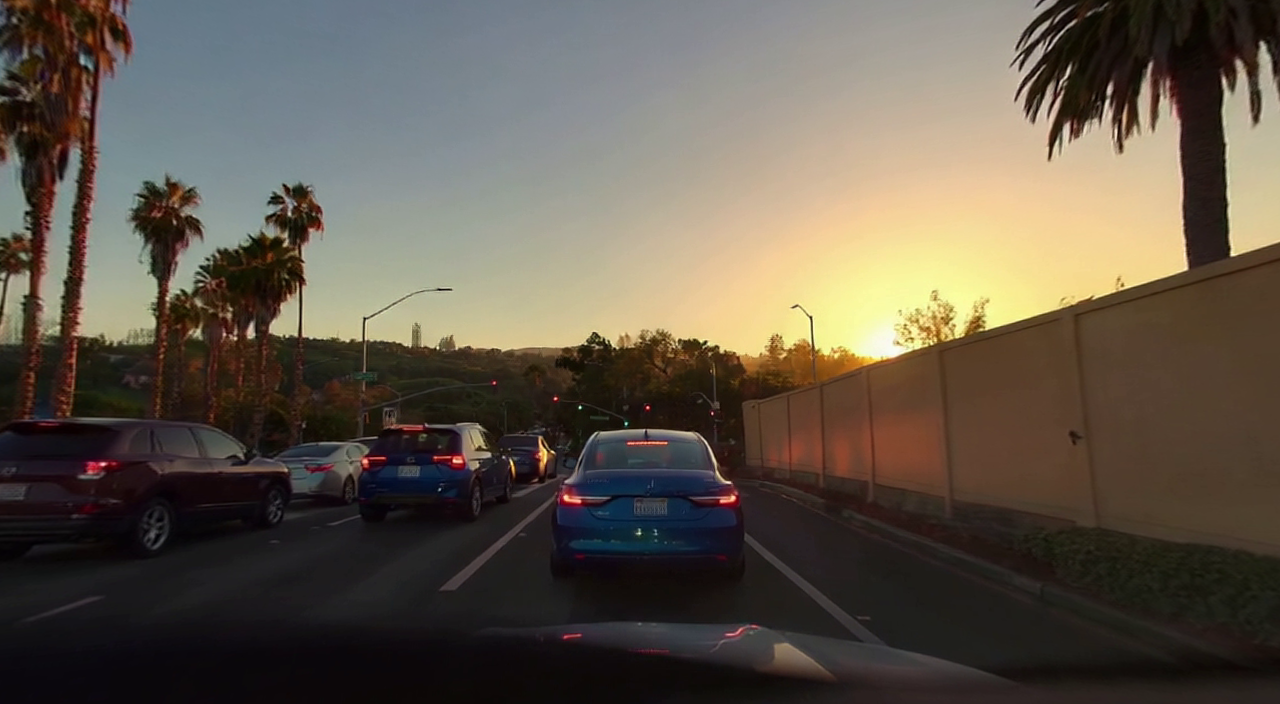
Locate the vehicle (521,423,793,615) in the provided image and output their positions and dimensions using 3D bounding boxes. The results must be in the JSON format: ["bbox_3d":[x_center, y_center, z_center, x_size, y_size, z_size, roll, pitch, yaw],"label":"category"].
[{"bbox_3d":[0.070,1.625,7.145,2.128,1.473,4.272,0,-8,-2],"label":"vehicle"}]

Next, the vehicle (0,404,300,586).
[{"bbox_3d":[-6.676,1.700,8.317,1.963,1.721,4.467,0,-8,-2],"label":"vehicle"}]

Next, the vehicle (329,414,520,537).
[{"bbox_3d":[-3.484,2.075,11.186,2.007,1.746,4.136,0,-8,-2],"label":"vehicle"}]
